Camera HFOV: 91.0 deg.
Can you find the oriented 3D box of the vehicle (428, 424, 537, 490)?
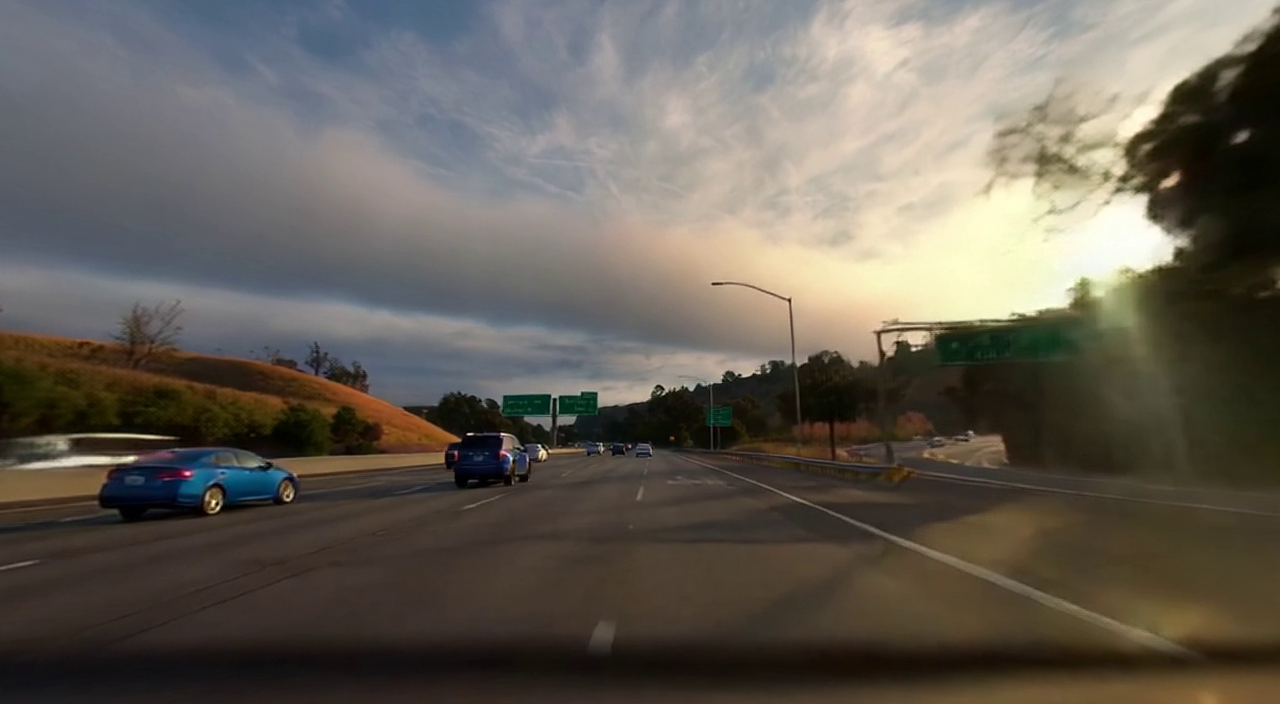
[{"bbox_3d":[-5.111,3.503,21.289,2.219,1.947,4.924,0,-9,2],"label":"vehicle"}]

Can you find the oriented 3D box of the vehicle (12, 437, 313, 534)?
[{"bbox_3d":[-8.863,2.496,12.477,1.984,1.508,4.935,0,-9,2],"label":"vehicle"}]

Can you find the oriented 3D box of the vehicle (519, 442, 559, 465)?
[{"bbox_3d":[-7.415,7.476,46.532,2.069,1.636,4.483,0,-9,2],"label":"vehicle"}]
